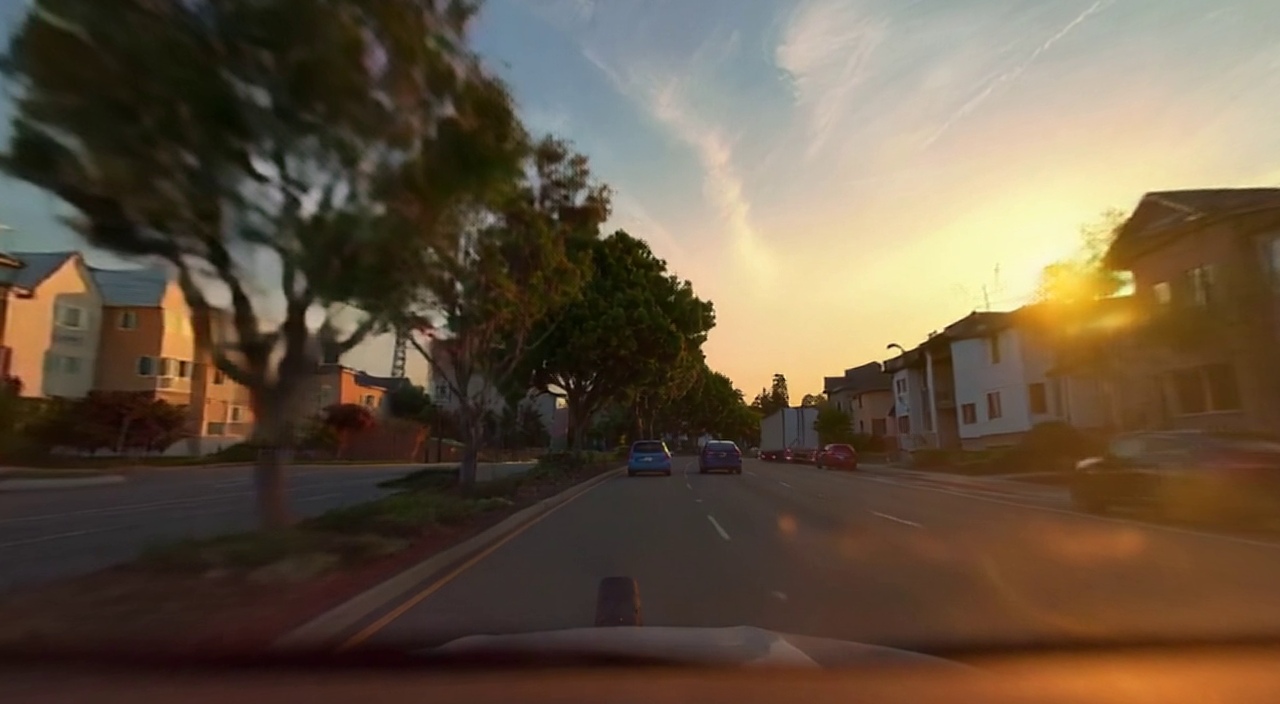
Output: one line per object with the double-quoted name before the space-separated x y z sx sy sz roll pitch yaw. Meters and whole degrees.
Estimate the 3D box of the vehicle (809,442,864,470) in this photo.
"vehicle" 11.313 6.039 36.739 1.901 1.496 4.948 0 -9 4

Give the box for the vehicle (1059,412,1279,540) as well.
"vehicle" 10.234 2.167 11.615 1.938 1.860 4.690 0 -9 2

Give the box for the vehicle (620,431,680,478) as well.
"vehicle" 0.506 4.412 27.365 2.345 1.841 5.032 0 -9 3

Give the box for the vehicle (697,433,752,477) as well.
"vehicle" 3.747 4.677 28.897 2.033 1.823 4.409 0 -9 2
